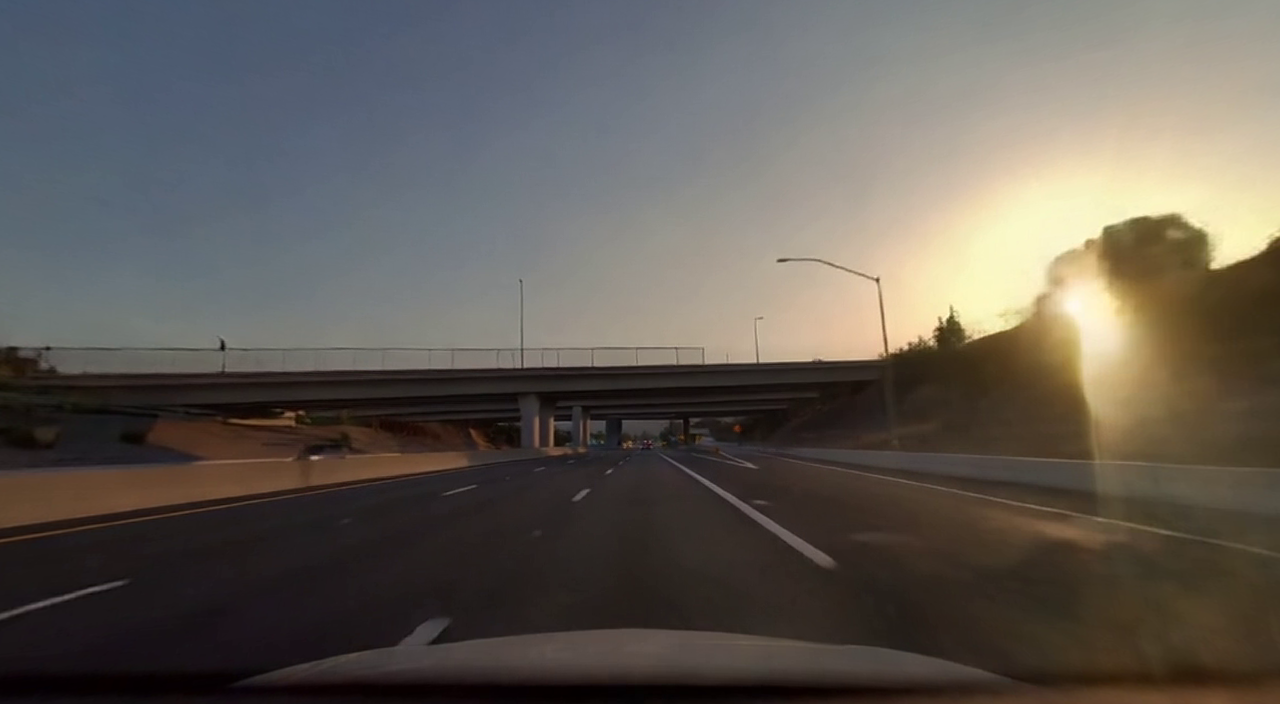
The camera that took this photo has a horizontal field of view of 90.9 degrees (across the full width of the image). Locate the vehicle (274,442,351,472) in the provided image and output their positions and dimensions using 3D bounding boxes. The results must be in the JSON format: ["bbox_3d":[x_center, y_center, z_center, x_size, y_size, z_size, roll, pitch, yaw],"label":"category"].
[{"bbox_3d":[-20.985,6.753,40.741,2.119,1.756,5.273,-1,-8,0],"label":"vehicle"}]
